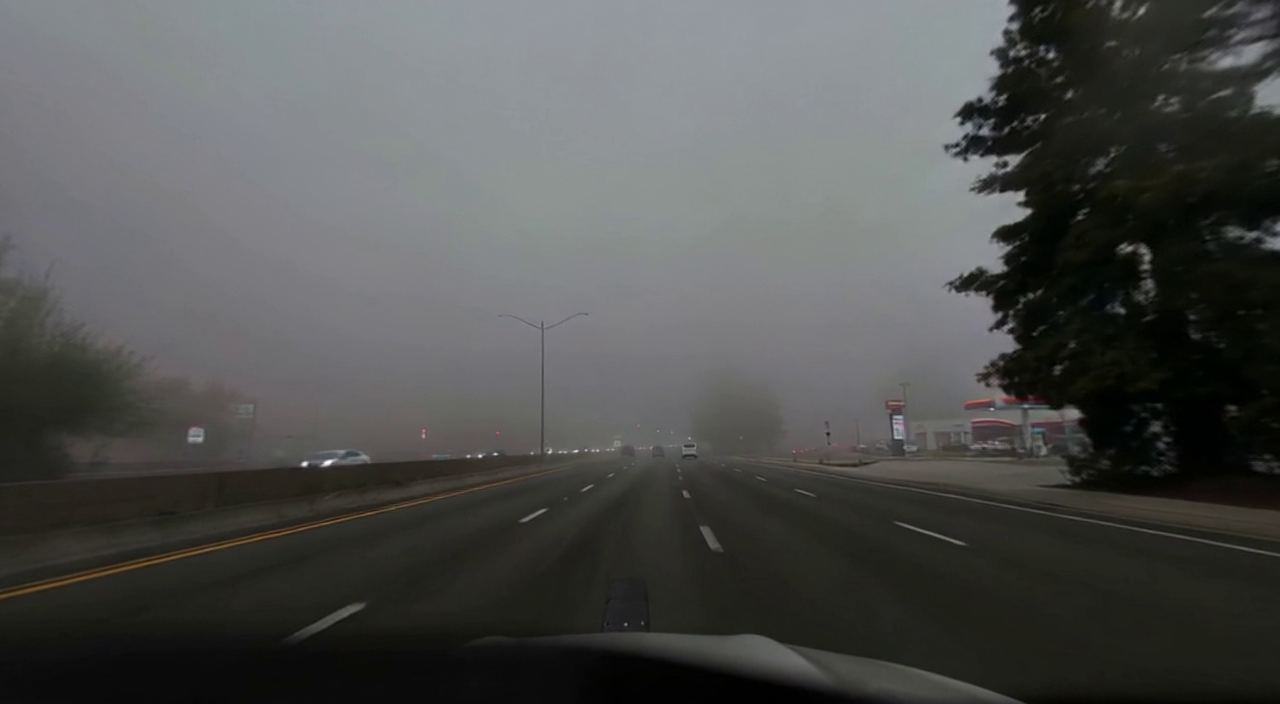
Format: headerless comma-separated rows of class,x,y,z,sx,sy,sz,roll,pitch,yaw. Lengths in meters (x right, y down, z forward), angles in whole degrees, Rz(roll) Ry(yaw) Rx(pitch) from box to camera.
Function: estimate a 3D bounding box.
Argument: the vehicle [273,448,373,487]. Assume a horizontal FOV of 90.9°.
vehicle,-13.770,4.994,27.696,1.927,1.526,4.245,-1,-8,5
